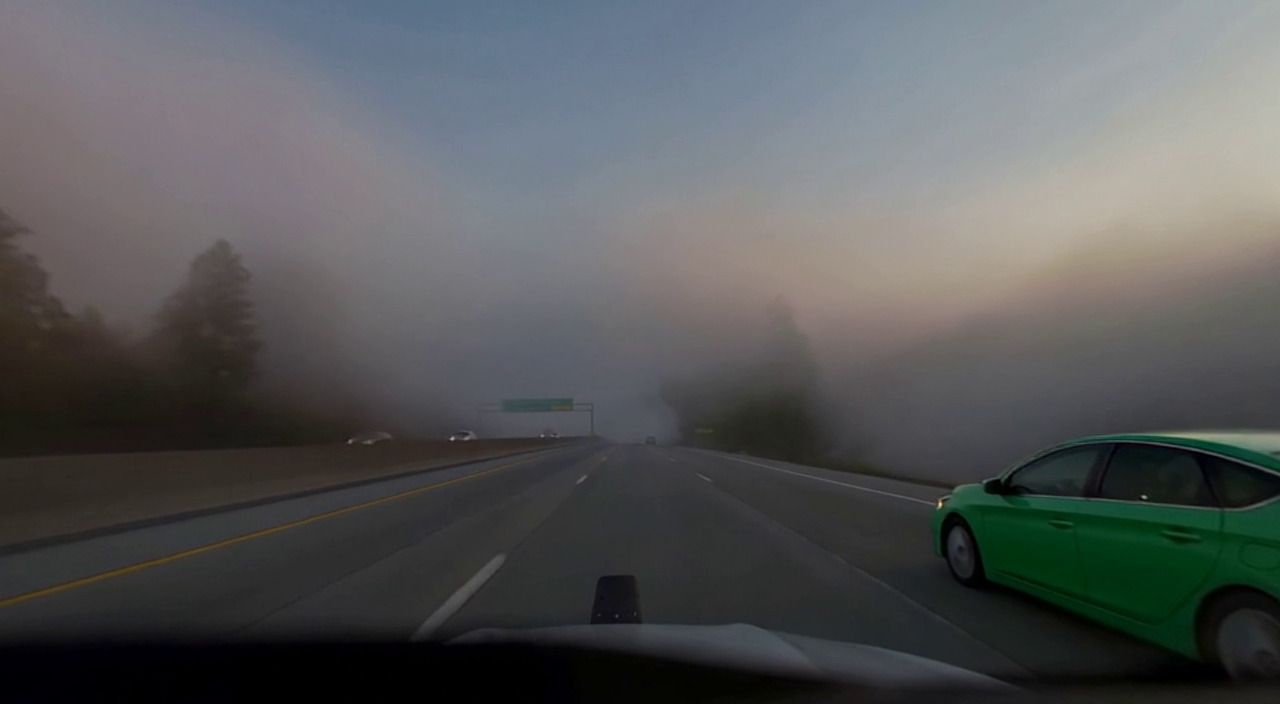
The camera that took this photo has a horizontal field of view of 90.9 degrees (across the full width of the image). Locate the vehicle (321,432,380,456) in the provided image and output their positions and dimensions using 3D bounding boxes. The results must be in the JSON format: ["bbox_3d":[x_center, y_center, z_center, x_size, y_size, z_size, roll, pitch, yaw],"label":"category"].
[{"bbox_3d":[-18.864,6.039,41.309,1.872,1.469,4.419,0,-8,-2],"label":"vehicle"}]
